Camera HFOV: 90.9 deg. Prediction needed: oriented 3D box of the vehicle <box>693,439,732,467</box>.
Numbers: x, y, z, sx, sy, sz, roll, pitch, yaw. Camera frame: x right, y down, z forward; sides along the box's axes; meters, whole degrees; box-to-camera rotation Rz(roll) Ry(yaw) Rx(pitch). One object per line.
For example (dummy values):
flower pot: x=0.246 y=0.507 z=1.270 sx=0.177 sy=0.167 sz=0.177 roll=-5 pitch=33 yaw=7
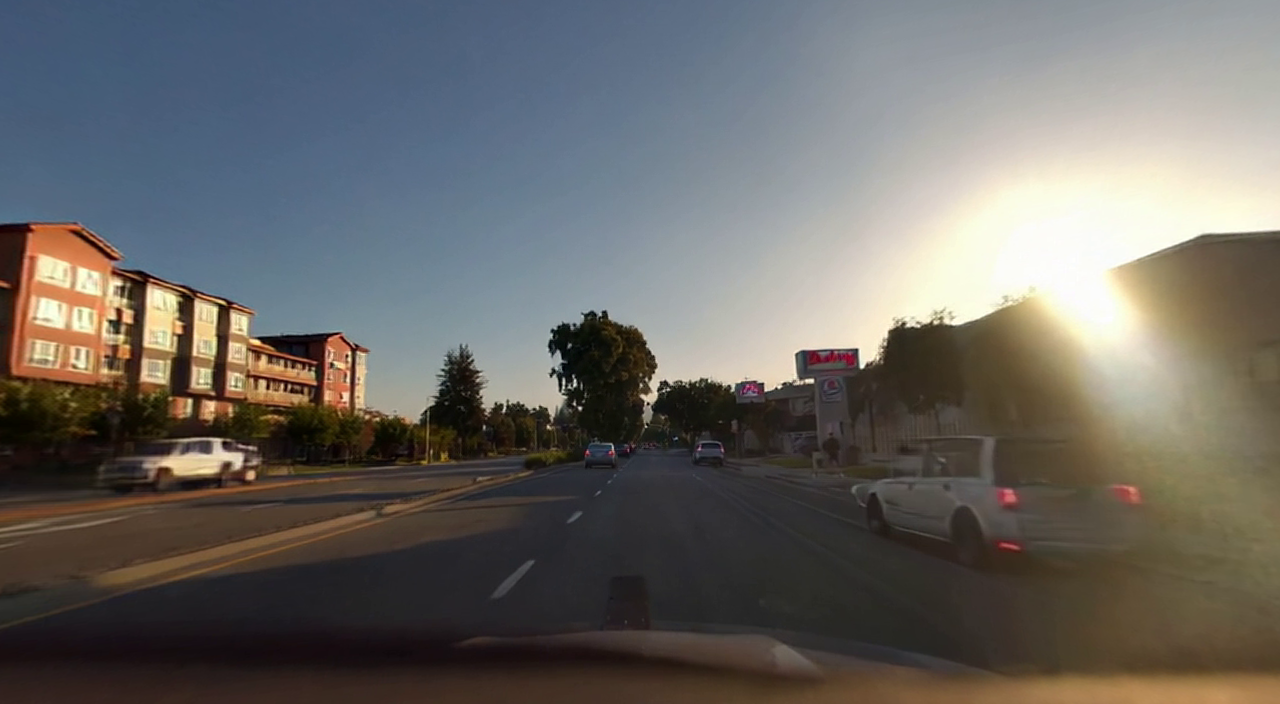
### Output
vehicle: x=4.768 y=6.700 z=42.128 sx=2.067 sy=1.755 sz=4.616 roll=0 pitch=-8 yaw=1

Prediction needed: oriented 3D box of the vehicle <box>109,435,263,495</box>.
vehicle: x=-14.677 y=3.641 z=20.713 sx=1.973 sy=1.742 sz=4.024 roll=0 pitch=-8 yaw=1

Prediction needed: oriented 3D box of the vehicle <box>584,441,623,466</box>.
vehicle: x=-2.352 y=6.614 z=41.347 sx=2.176 sy=1.543 sz=4.335 roll=0 pitch=-8 yaw=2

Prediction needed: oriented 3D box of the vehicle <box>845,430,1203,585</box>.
vehicle: x=4.501 y=1.859 z=8.469 sx=2.025 sy=1.500 sz=4.465 roll=0 pitch=-8 yaw=1
